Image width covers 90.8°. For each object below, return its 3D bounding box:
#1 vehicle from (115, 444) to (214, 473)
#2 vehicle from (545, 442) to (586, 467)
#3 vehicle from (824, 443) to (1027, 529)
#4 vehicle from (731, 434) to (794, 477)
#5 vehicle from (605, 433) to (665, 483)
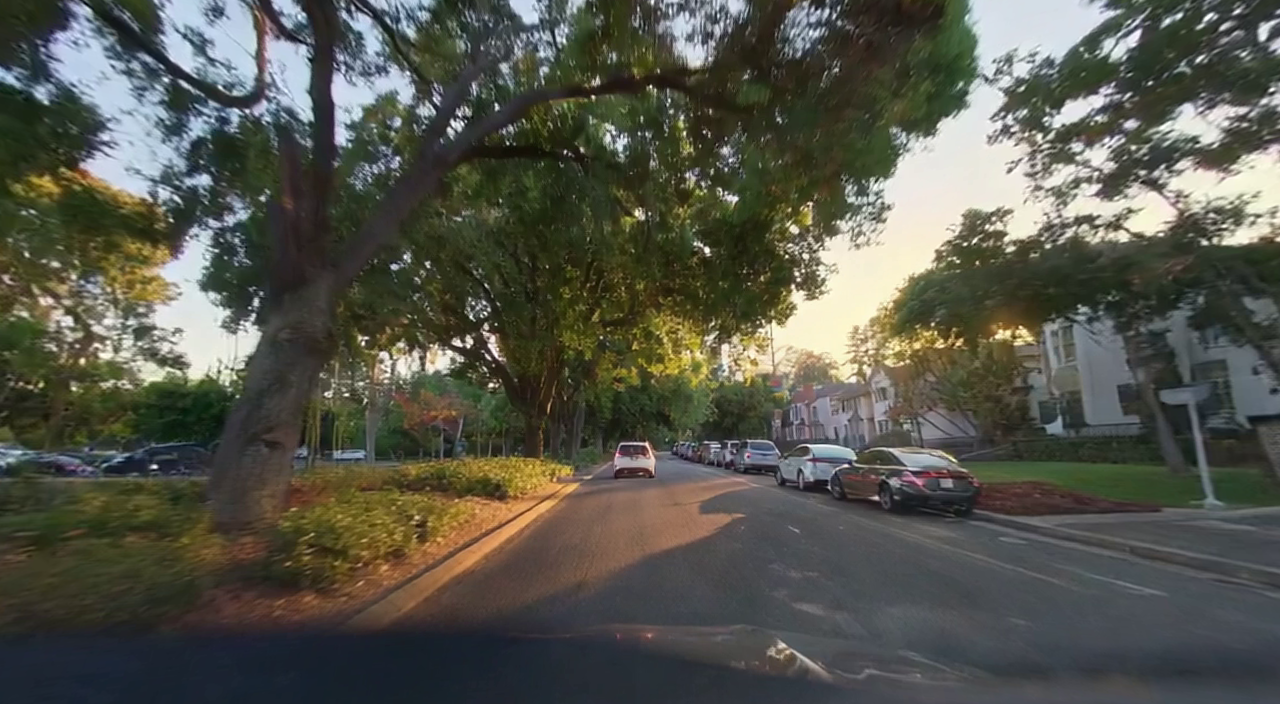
[{"bbox_3d":[-34.527,7.702,45.954,5.329,2.013,2.242,0,-8,1],"label":"vehicle"},{"bbox_3d":[-4.591,6.394,39.621,2.105,1.474,4.808,0,-8,-1],"label":"vehicle"},{"bbox_3d":[5.774,2.737,13.669,1.903,1.491,4.999,0,-8,-2],"label":"vehicle"},{"bbox_3d":[5.811,4.961,30.543,2.139,1.872,4.585,0,-8,1],"label":"vehicle"},{"bbox_3d":[-0.208,3.933,23.789,2.070,1.698,3.925,0,-8,-1],"label":"vehicle"}]
